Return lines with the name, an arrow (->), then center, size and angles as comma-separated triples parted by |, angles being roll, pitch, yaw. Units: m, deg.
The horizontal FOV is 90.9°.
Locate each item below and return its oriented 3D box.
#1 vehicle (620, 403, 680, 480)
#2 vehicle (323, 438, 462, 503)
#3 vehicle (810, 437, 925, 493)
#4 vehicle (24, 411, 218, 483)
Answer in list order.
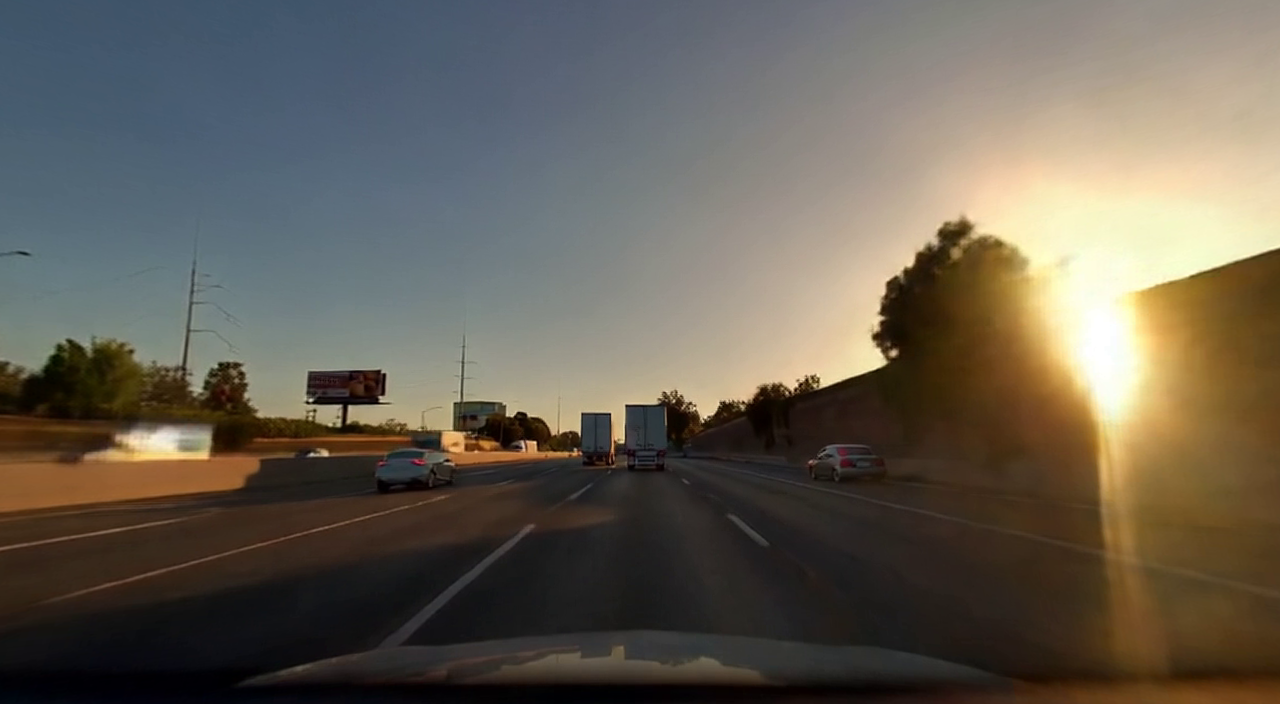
vehicle -> 0.473, 5.278, 38.943 | 3.054, 3.944, 11.230 | -1, -6, -1
vehicle -> -6.728, 3.247, 17.835 | 1.992, 1.547, 4.673 | 0, -8, 1
vehicle -> 7.073, 3.537, 20.133 | 1.969, 1.560, 4.394 | 0, -8, -1
vehicle -> -25.456, 4.746, 31.689 | 2.903, 3.092, 7.885 | -1, -8, 1
